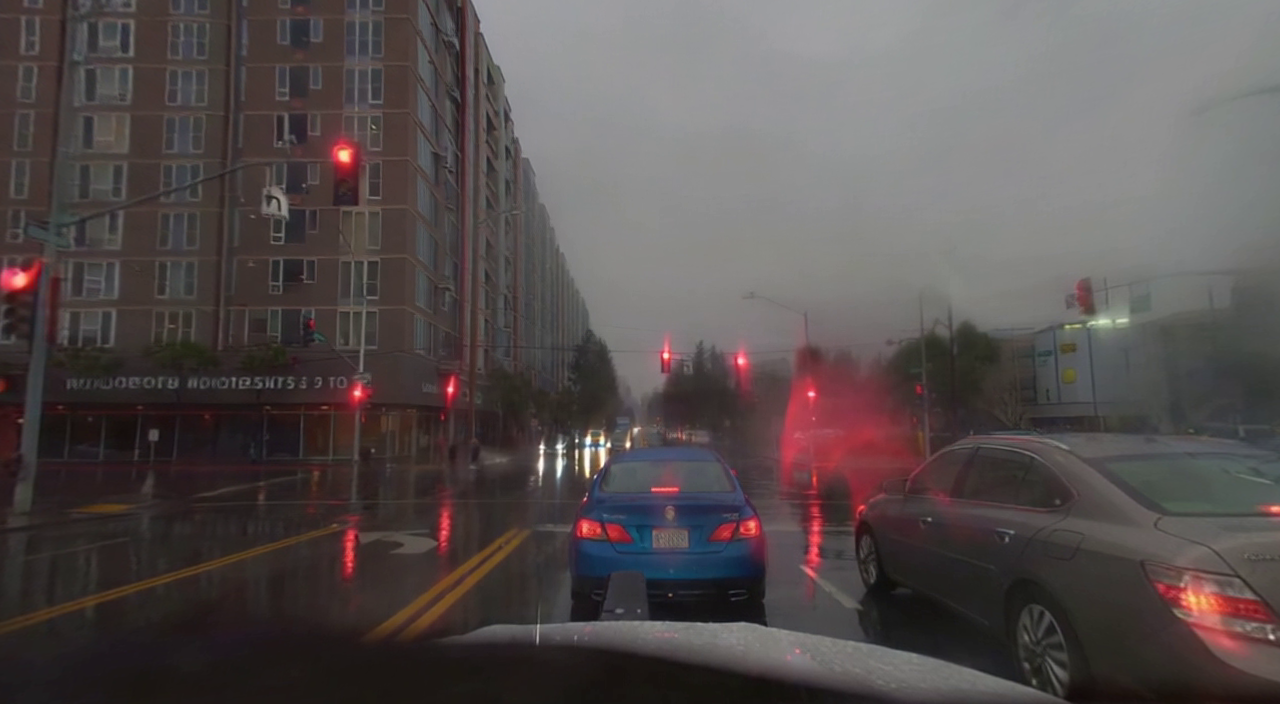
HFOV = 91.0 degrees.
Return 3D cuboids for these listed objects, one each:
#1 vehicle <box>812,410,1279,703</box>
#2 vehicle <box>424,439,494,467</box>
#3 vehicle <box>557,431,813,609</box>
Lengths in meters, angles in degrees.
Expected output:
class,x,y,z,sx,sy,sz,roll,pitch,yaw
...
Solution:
class,x,y,z,sx,sy,sz,roll,pitch,yaw
vehicle,2.828,1.288,4.545,1.961,1.498,4.356,0,-8,0
vehicle,-10.795,6.032,37.762,2.030,1.596,3.912,-3,-9,20
vehicle,0.303,1.705,7.364,2.132,1.464,4.089,0,-8,-2
